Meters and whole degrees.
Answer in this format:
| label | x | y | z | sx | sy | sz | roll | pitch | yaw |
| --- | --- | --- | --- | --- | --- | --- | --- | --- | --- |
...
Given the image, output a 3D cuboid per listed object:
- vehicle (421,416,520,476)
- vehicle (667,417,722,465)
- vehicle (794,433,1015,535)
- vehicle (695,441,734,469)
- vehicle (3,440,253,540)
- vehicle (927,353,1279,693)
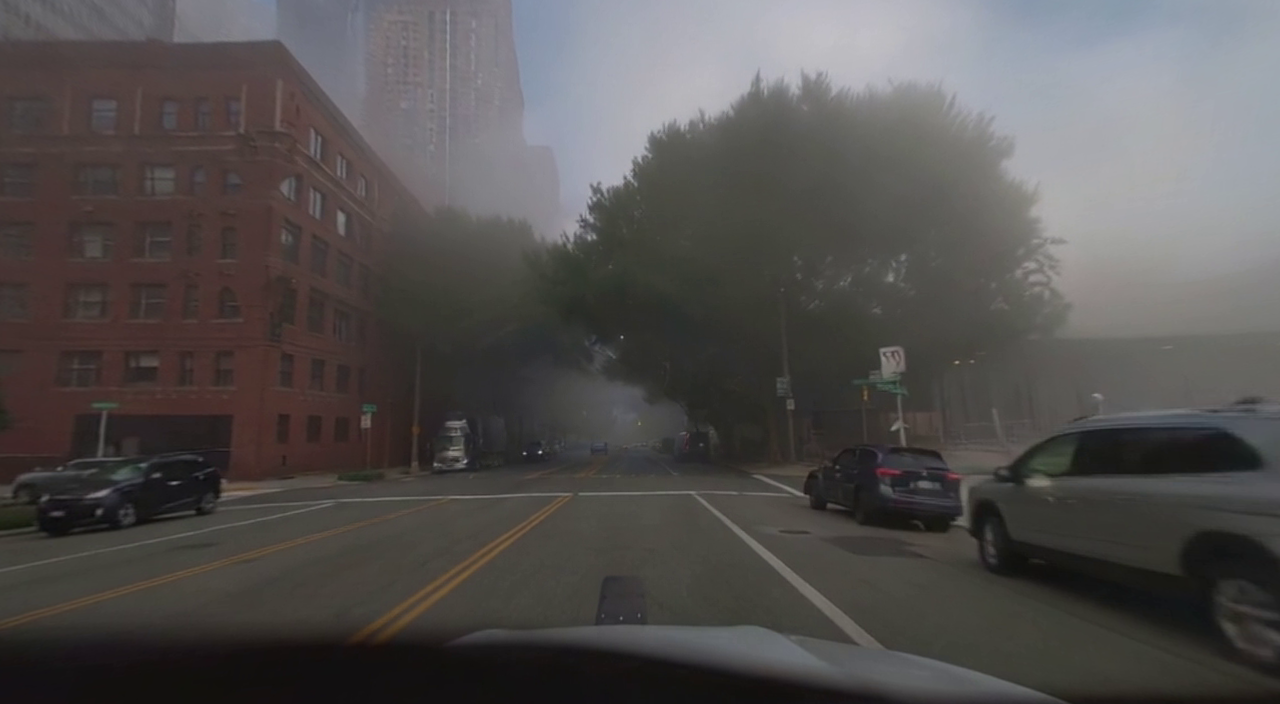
| label | x | y | z | sx | sy | sz | roll | pitch | yaw |
| --- | --- | --- | --- | --- | --- | --- | --- | --- | --- |
| vehicle | -11.245 | 6.421 | 43.539 | 3.049 | 3.345 | 12.614 | -4 | -8 | 1 |
| vehicle | 3.847 | 6.566 | 46.331 | 2.952 | 3.171 | 7.939 | 0 | -8 | -3 |
| vehicle | 4.527 | 2.311 | 11.739 | 2.079 | 1.501 | 4.385 | 0 | -8 | -2 |
| vehicle | 4.391 | 6.145 | 37.818 | 1.891 | 1.535 | 4.068 | 0 | -8 | 0 |
| vehicle | -11.173 | 3.003 | 14.360 | 2.039 | 1.770 | 4.445 | -3 | -9 | -1 |
| vehicle | 4.742 | 1.203 | 5.177 | 2.237 | 1.908 | 5.320 | 0 | -8 | 0 |
